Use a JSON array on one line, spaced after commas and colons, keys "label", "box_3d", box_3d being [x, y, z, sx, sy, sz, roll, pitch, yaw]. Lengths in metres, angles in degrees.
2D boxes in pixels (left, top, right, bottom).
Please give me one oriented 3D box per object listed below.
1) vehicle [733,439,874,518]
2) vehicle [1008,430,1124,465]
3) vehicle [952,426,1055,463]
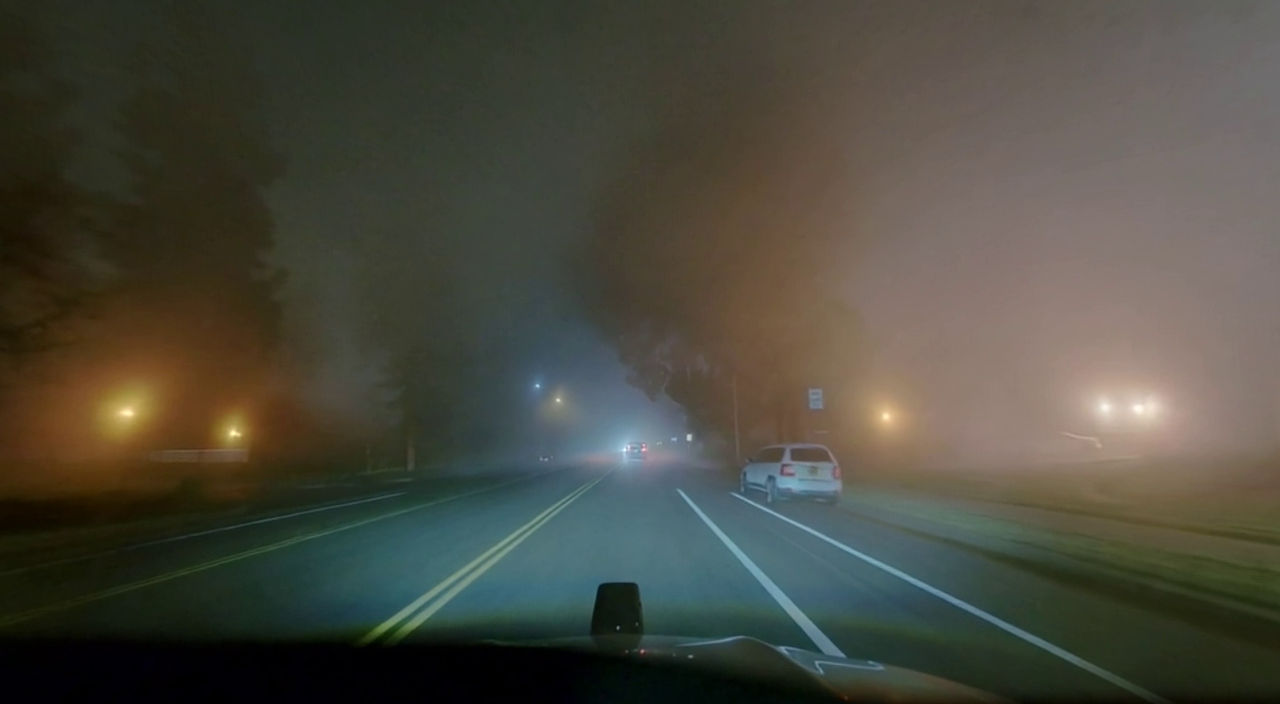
[{"label": "vehicle", "box_3d": [3.957, 3.117, 16.188, 2.124, 1.524, 4.698, 6, -9, -2]}, {"label": "vehicle", "box_3d": [21.241, 4.778, 31.563, 4.536, 1.654, 1.931, 1, -9, -7]}, {"label": "vehicle", "box_3d": [22.012, 5.625, 38.389, 4.894, 1.828, 2.202, -3, -10, -8]}]
